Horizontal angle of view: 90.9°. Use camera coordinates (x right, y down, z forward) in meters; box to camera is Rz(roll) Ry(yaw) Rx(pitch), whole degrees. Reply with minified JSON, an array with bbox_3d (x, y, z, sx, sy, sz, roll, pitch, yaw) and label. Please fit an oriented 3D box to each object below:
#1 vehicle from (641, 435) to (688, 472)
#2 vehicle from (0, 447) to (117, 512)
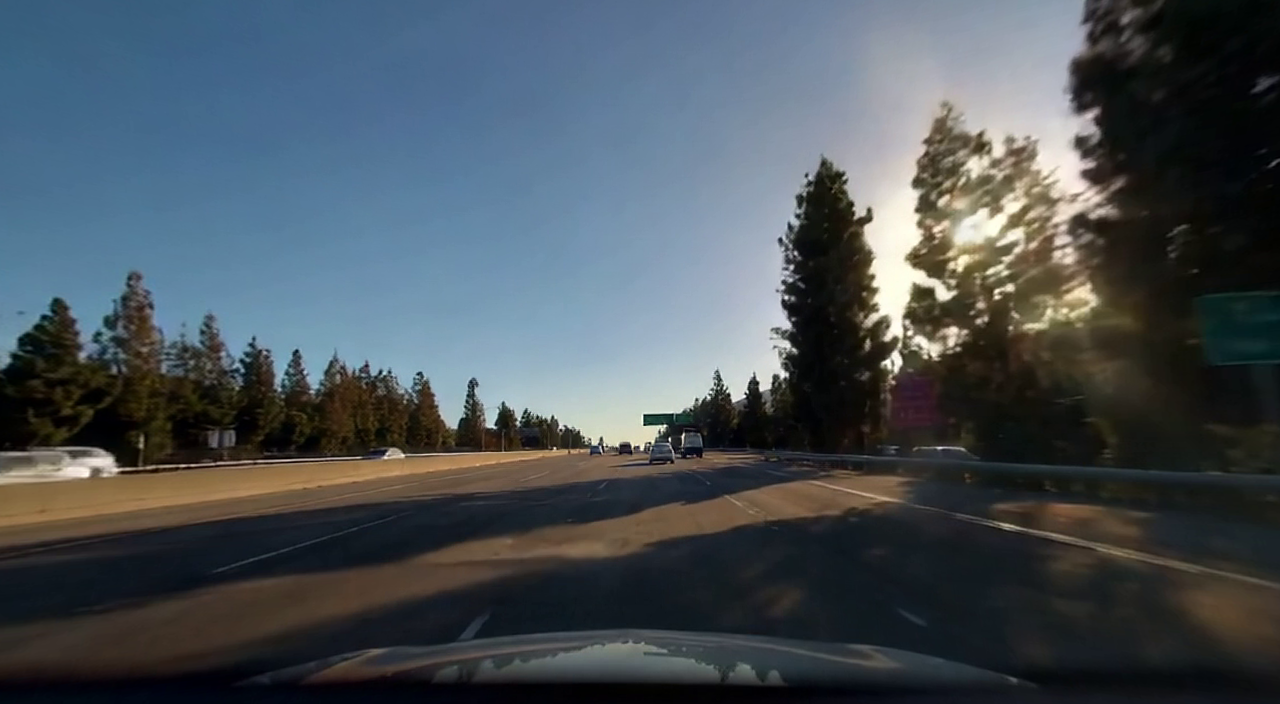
[{"bbox_3d":[1.230,5.378,33.592,2.260,1.766,4.348,0,-8,-1],"label":"vehicle"},{"bbox_3d":[-21.128,4.131,20.744,2.588,1.981,6.134,0,-8,0],"label":"vehicle"}]
